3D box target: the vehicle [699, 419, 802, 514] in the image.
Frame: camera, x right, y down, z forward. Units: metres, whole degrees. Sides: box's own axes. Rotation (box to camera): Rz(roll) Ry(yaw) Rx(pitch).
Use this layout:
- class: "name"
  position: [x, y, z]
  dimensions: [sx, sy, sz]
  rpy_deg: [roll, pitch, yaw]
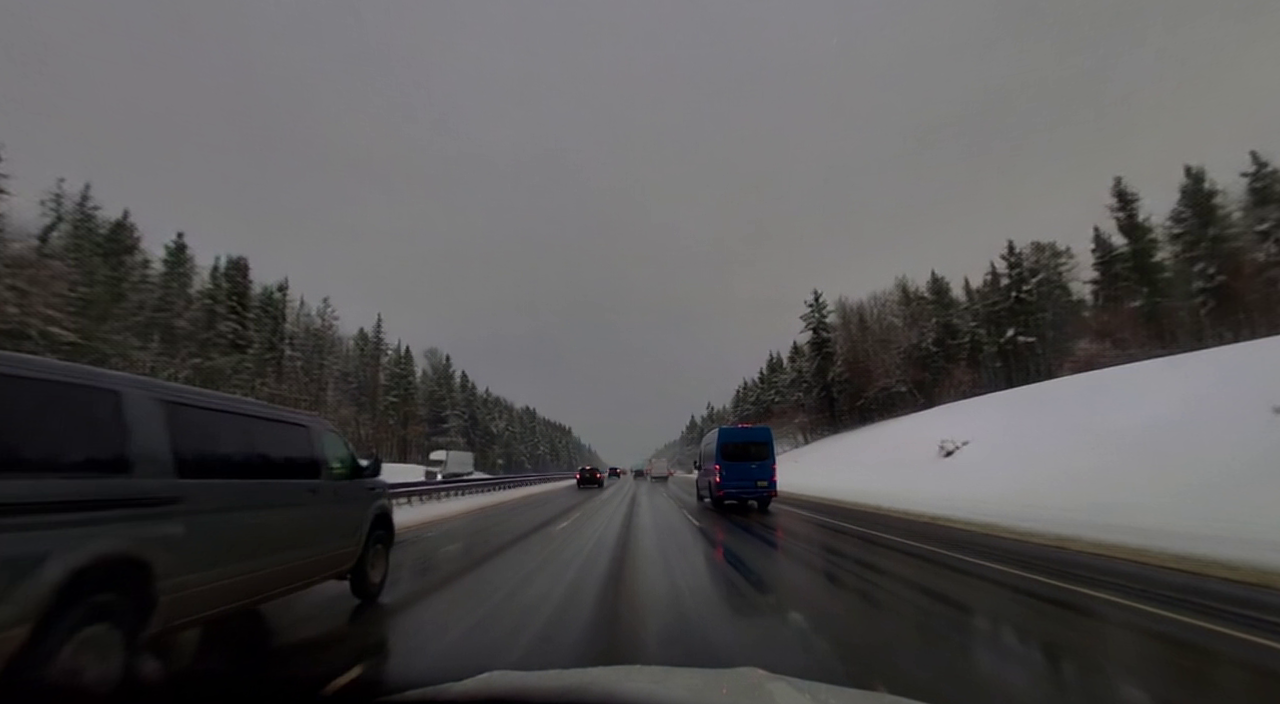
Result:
- class: "vehicle"
  position: [3.767, 4.132, 22.796]
  dimensions: [2.703, 2.988, 5.097]
  rpy_deg: [1, -11, -1]

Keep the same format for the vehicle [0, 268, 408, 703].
- class: "vehicle"
  position: [-3.432, 0.885, 3.353]
  dimensions: [2.378, 1.930, 5.086]
  rpy_deg: [1, -11, 0]

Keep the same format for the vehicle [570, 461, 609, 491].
- class: "vehicle"
  position: [-3.401, 8.478, 43.270]
  dimensions: [2.204, 1.852, 4.661]
  rpy_deg: [1, -11, 1]
